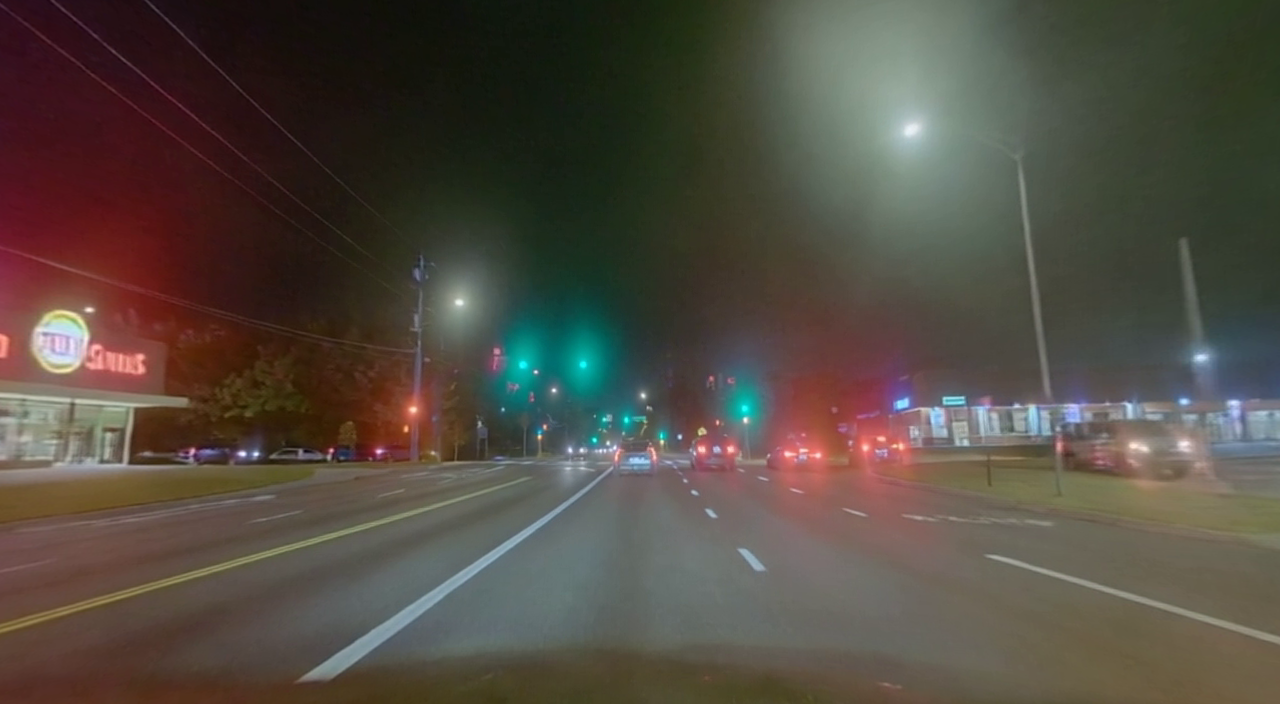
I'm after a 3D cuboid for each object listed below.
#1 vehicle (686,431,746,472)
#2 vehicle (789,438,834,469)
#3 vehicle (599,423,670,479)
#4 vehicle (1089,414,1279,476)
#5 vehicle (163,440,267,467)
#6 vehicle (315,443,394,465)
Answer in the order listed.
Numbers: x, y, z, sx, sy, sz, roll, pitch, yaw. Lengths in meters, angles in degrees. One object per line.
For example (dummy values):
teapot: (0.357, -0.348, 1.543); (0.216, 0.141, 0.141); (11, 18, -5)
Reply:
vehicle: (3.553, 4.785, 30.476); (2.276, 1.787, 4.630); (0, -8, -1)
vehicle: (8.823, 5.129, 32.133); (2.002, 1.427, 4.436); (-3, -9, 17)
vehicle: (-0.189, 4.072, 26.161); (2.638, 2.065, 5.313); (0, -8, 0)
vehicle: (15.739, 2.682, 18.015); (4.164, 1.562, 1.978); (-2, -10, 1)
vehicle: (-31.484, 7.539, 46.822); (5.964, 1.893, 2.363); (0, -8, 1)
vehicle: (-21.034, 7.532, 46.616); (4.839, 1.604, 2.058); (-1, -8, 3)
